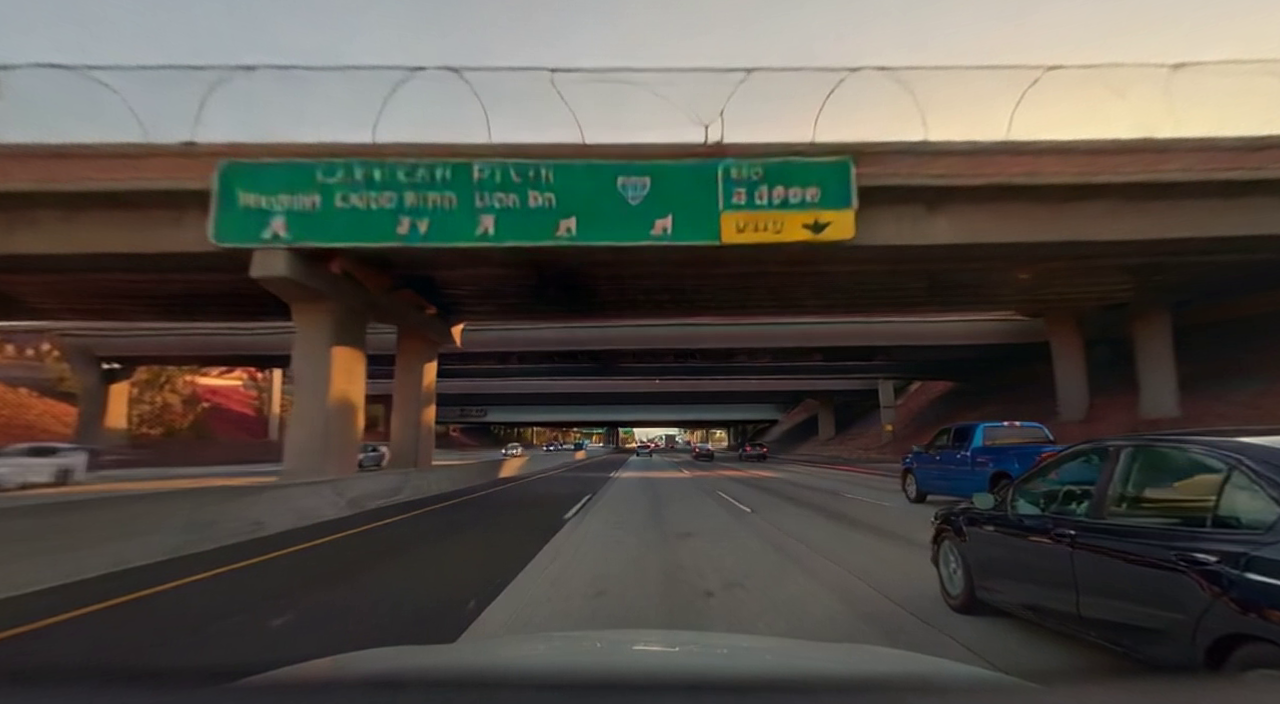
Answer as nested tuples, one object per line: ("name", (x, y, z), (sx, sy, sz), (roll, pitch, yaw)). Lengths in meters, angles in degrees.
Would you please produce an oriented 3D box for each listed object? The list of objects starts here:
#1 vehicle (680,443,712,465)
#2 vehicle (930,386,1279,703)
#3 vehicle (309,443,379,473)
("vehicle", (4.324, 7.919, 49.145), (2.014, 1.643, 4.039), (0, -8, -1))
("vehicle", (3.340, 0.921, 2.466), (2.119, 1.524, 4.807), (0, -8, 0))
("vehicle", (-17.878, 6.410, 38.407), (2.007, 1.727, 4.546), (0, -8, 0))
